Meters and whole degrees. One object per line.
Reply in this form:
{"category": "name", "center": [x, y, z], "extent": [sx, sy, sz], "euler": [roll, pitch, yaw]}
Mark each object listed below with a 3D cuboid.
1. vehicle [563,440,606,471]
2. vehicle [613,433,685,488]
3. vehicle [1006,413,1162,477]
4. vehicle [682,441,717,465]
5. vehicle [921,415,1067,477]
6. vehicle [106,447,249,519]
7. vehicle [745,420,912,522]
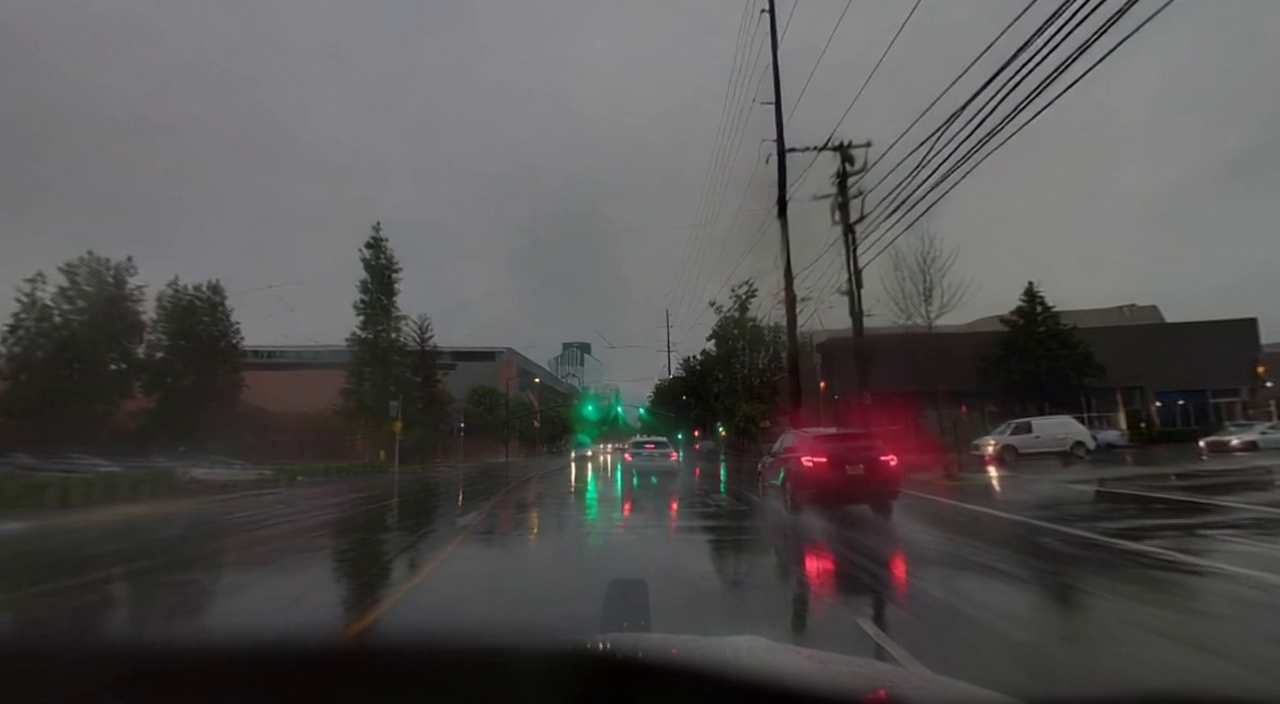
{"category": "vehicle", "center": [-2.892, 5.455, 33.426], "extent": [2.104, 1.488, 4.546], "euler": [0, -8, -4]}
{"category": "vehicle", "center": [0.284, 3.600, 21.236], "extent": [2.200, 1.653, 4.127], "euler": [0, -8, 0]}
{"category": "vehicle", "center": [14.286, 3.052, 20.709], "extent": [2.146, 1.837, 4.512], "euler": [-1, -8, 6]}
{"category": "vehicle", "center": [4.025, 6.902, 43.276], "extent": [1.880, 1.503, 4.130], "euler": [0, -8, -1]}
{"category": "vehicle", "center": [11.671, 3.164, 21.300], "extent": [2.238, 1.845, 4.874], "euler": [-1, -8, 3]}
{"category": "vehicle", "center": [-11.786, 3.337, 16.443], "extent": [2.006, 1.510, 4.290], "euler": [2, -10, -23]}
{"category": "vehicle", "center": [3.588, 2.359, 13.030], "extent": [2.024, 1.711, 4.512], "euler": [0, -8, 0]}
